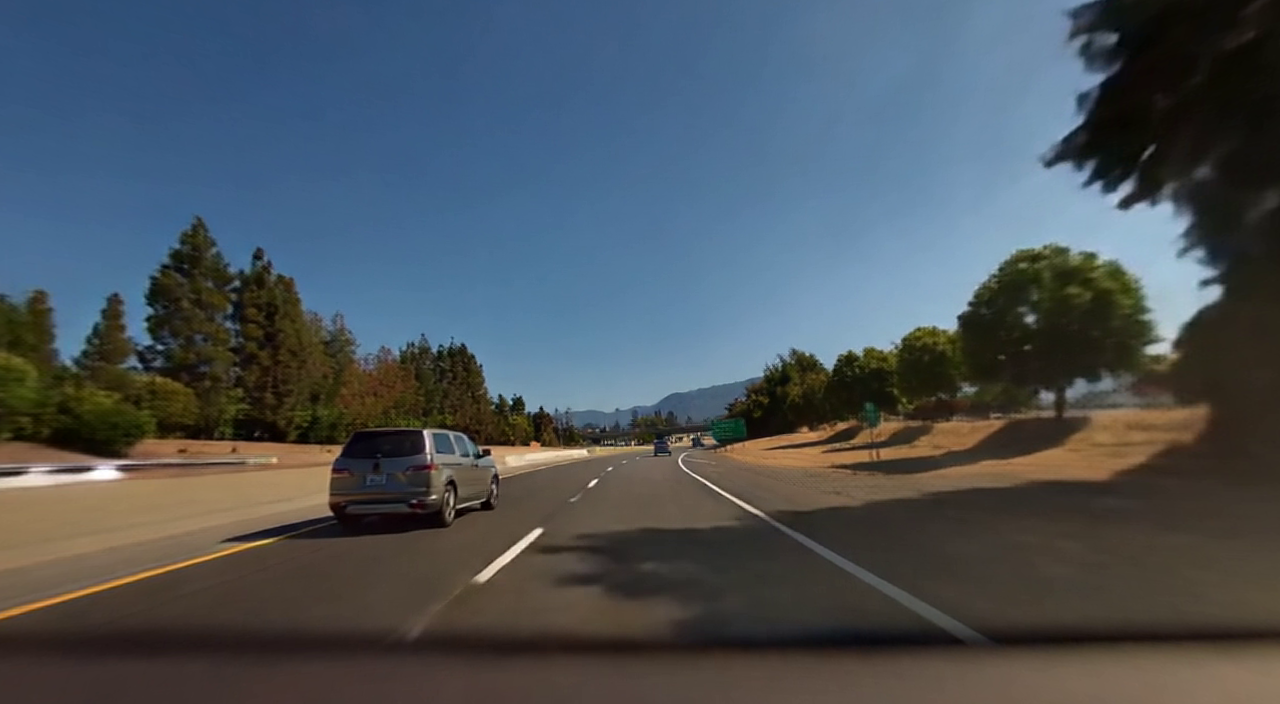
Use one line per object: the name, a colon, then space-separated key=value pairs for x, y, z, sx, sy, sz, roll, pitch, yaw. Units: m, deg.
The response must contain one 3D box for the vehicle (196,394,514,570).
vehicle: x=-3.617 y=1.813 z=9.666 sx=2.143 sy=1.851 sz=5.817 roll=0 pitch=-9 yaw=0
